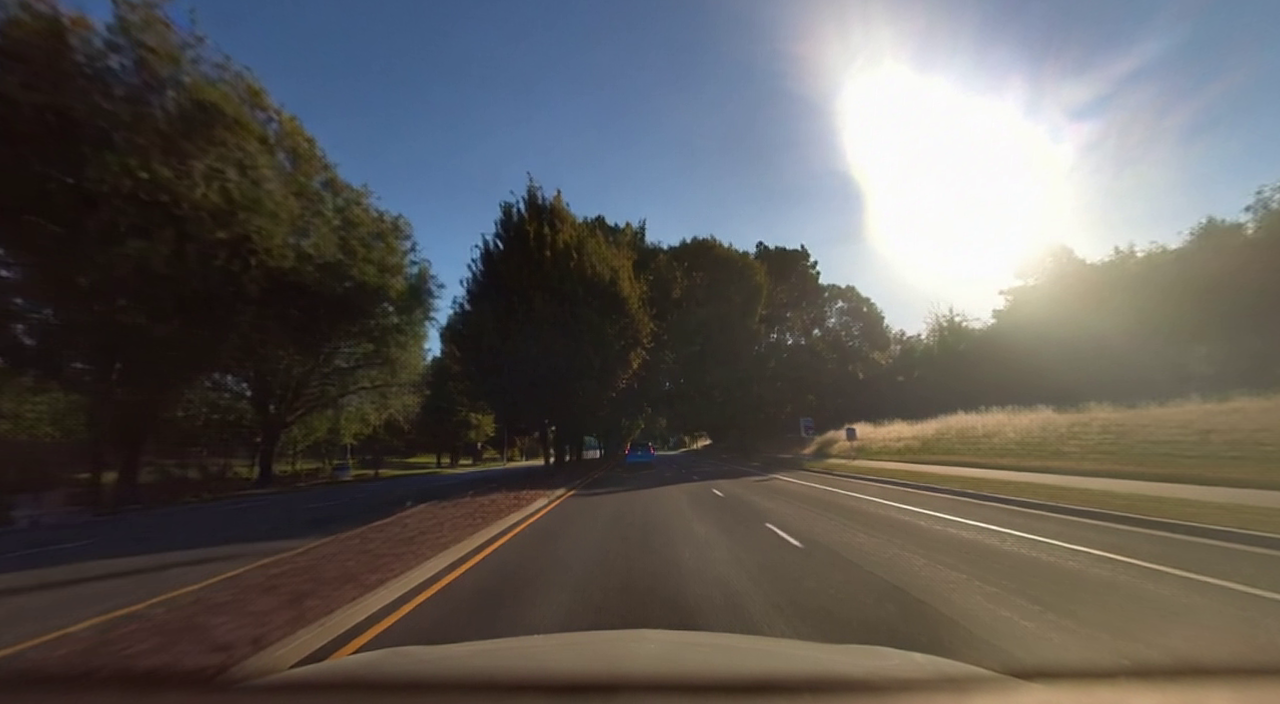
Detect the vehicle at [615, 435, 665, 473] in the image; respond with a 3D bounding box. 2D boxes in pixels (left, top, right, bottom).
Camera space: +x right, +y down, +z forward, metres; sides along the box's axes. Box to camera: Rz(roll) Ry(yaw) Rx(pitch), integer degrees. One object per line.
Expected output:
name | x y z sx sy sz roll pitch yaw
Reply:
vehicle | 0.007 5.007 30.956 2.256 1.734 4.176 0 -9 0
